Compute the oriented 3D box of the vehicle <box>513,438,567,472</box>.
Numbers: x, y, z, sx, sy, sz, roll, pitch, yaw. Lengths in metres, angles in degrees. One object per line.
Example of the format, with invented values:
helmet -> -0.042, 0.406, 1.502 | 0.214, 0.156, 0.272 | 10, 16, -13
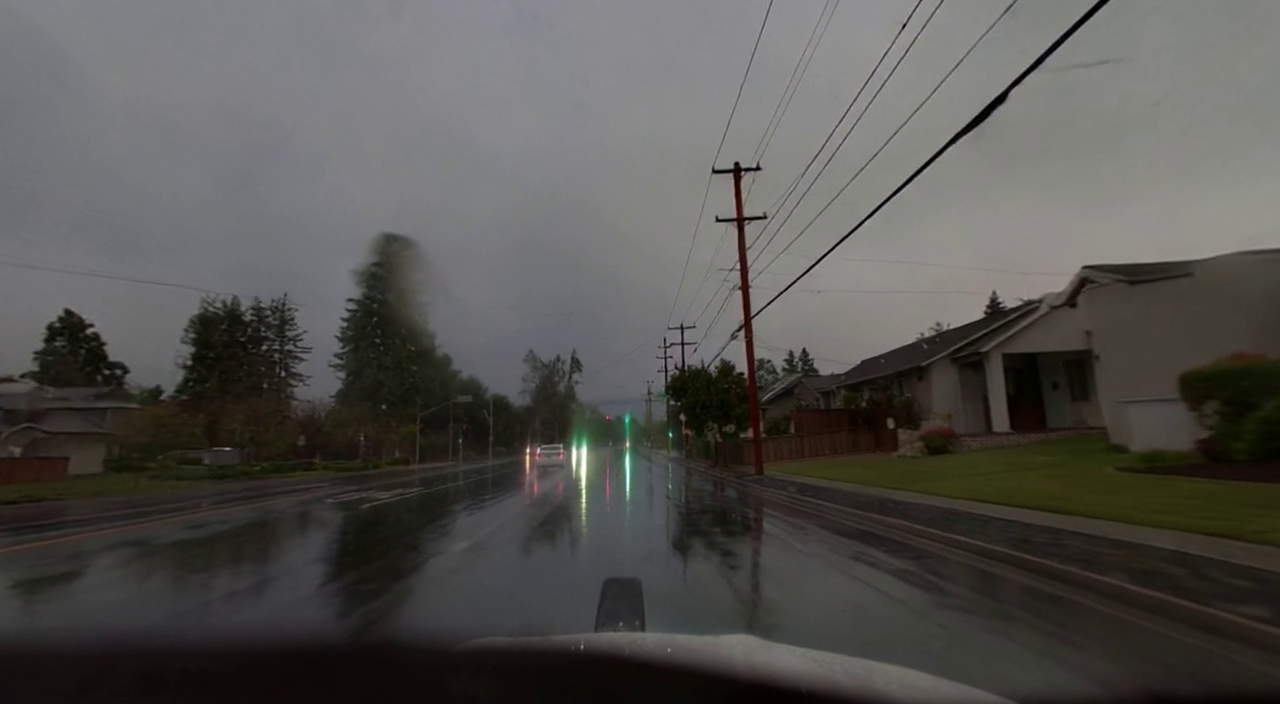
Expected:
vehicle -> -4.665, 4.849, 30.051 | 2.041, 1.471, 4.602 | 0, -8, -3
